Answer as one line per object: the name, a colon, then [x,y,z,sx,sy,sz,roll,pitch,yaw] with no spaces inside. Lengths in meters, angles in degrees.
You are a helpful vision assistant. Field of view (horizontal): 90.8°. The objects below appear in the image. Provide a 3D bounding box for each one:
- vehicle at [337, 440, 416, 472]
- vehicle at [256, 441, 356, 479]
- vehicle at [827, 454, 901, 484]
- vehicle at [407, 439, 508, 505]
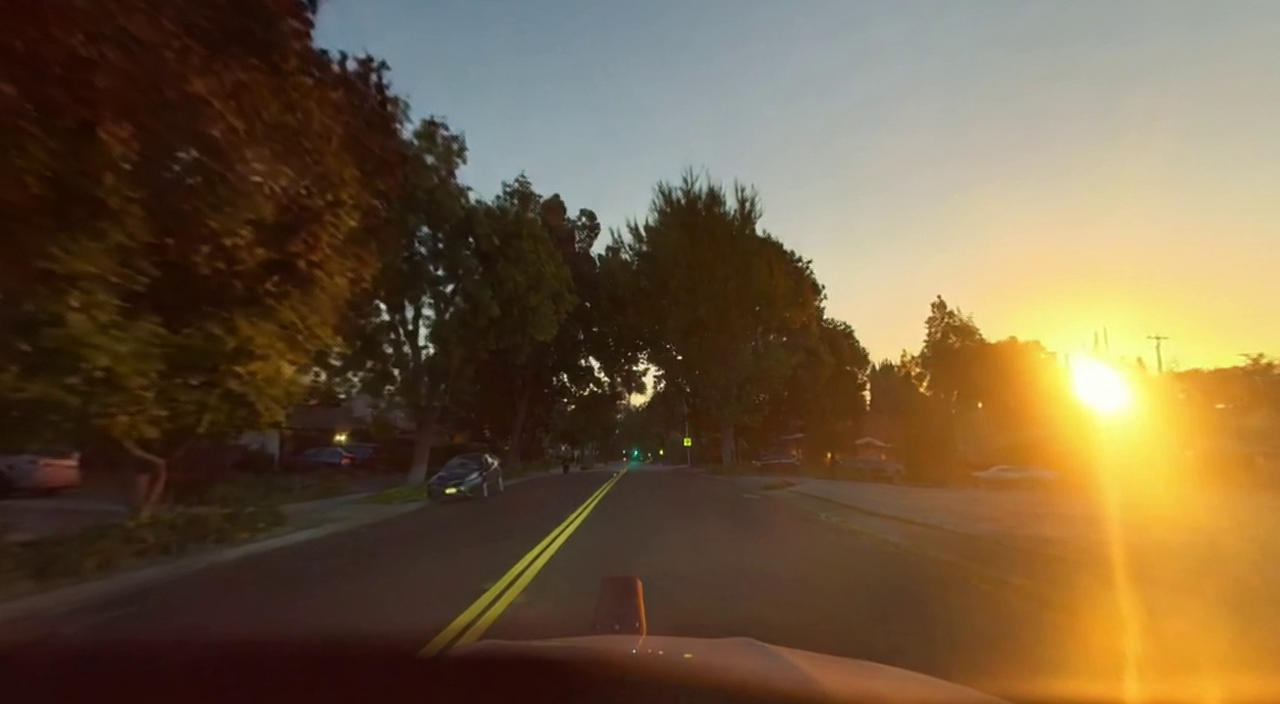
vehicle: [-17.460,6.895,41.775,4.918,1.918,2.002,-7,-11,25]
vehicle: [-17.091,5.528,32.309,4.742,1.495,1.963,-9,-11,23]
vehicle: [14.591,7.547,41.105,4.231,1.493,1.941,0,-8,32]
vehicle: [-5.856,4.022,20.819,1.924,1.765,4.542,-5,-13,0]
